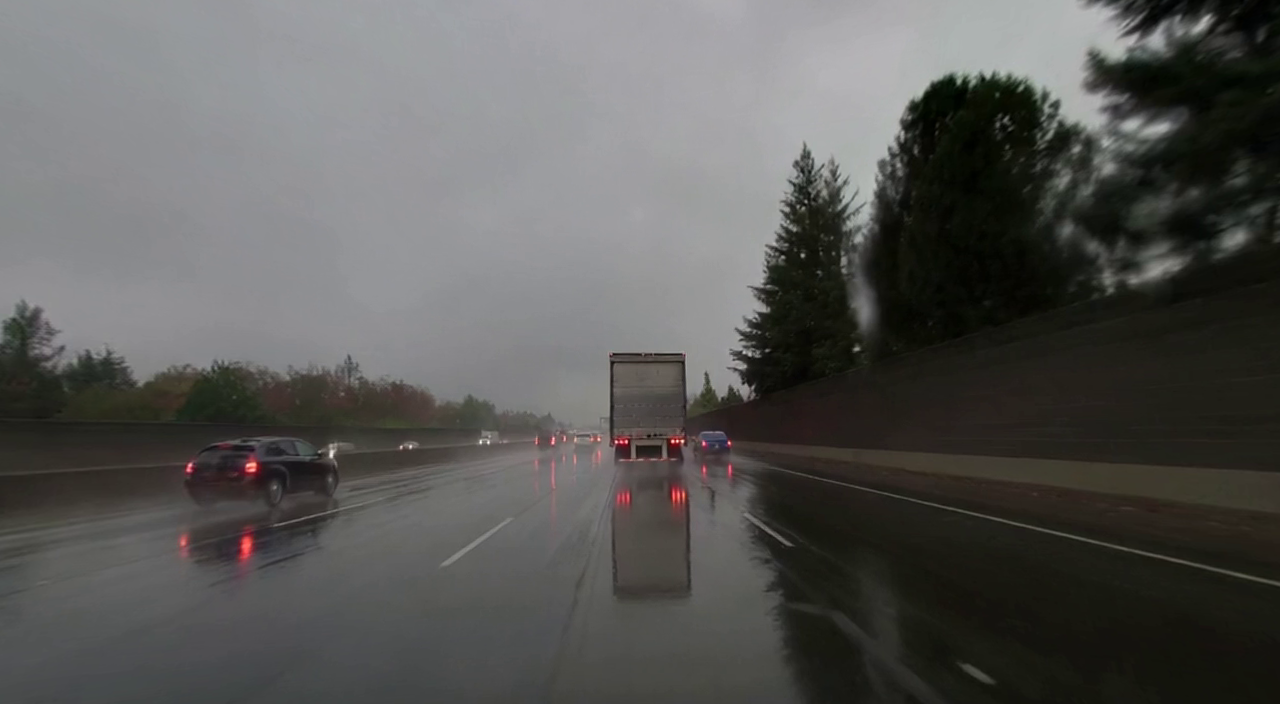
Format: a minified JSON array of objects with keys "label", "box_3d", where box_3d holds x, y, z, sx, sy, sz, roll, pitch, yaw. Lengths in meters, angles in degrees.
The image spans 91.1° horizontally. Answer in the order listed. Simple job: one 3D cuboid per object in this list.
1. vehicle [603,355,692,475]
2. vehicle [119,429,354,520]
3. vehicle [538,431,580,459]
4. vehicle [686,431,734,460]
[{"label":"vehicle","box_3d":[0.012,2.763,25.905,2.904,3.915,10.473,0,-8,-2]},{"label":"vehicle","box_3d":[-7.681,2.315,12.559,2.059,1.500,4.001,0,-8,-1]},{"label":"vehicle","box_3d":[-5.054,5.836,39.799,2.134,1.650,4.133,0,-8,-1]},{"label":"vehicle","box_3d":[3.857,5.230,35.483,2.044,1.508,4.716,0,-8,-2]}]
